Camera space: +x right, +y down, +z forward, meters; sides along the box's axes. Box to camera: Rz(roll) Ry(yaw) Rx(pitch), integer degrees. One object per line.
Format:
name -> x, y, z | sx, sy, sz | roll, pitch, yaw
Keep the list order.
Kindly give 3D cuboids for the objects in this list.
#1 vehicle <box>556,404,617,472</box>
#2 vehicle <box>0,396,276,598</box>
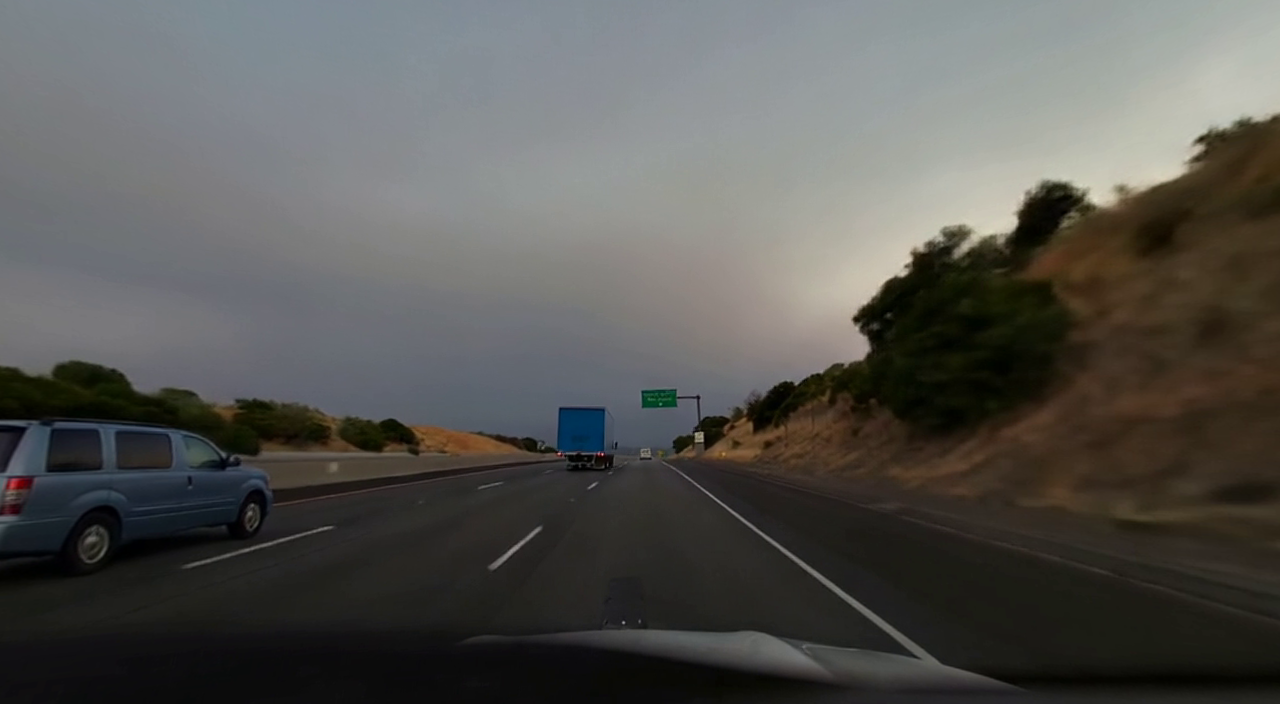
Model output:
vehicle -> -3.523, 6.291, 45.815 | 2.893, 4.073, 15.281 | 0, -8, 1
vehicle -> -7.044, 1.608, 7.620 | 2.175, 1.860, 5.236 | 0, -8, 0
